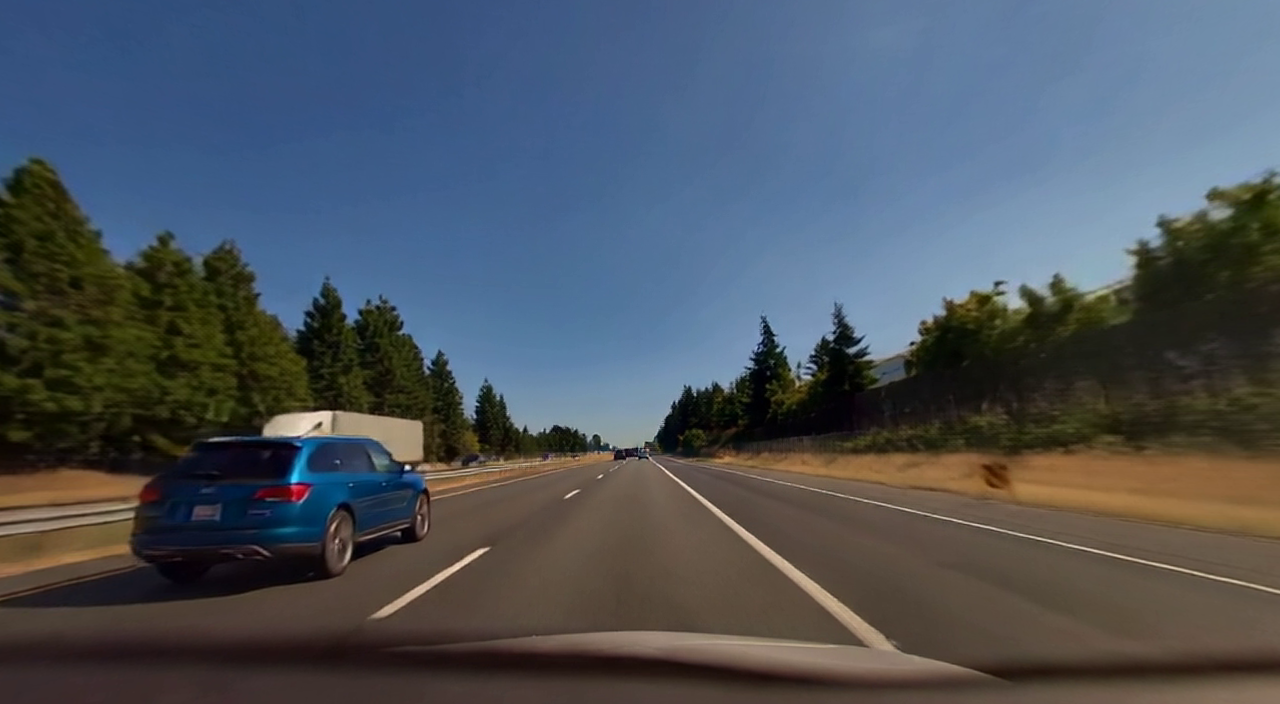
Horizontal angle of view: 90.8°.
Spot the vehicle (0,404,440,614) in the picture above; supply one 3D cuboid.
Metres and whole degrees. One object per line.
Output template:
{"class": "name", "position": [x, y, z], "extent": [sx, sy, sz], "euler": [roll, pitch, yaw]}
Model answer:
{"class": "vehicle", "position": [-4.250, 1.649, 7.626], "extent": [2.110, 1.727, 4.607], "euler": [0, -8, 0]}

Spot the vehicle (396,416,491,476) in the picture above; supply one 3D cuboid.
{"class": "vehicle", "position": [-12.753, 6.281, 42.222], "extent": [2.933, 3.457, 10.136], "euler": [0, -9, 1]}
